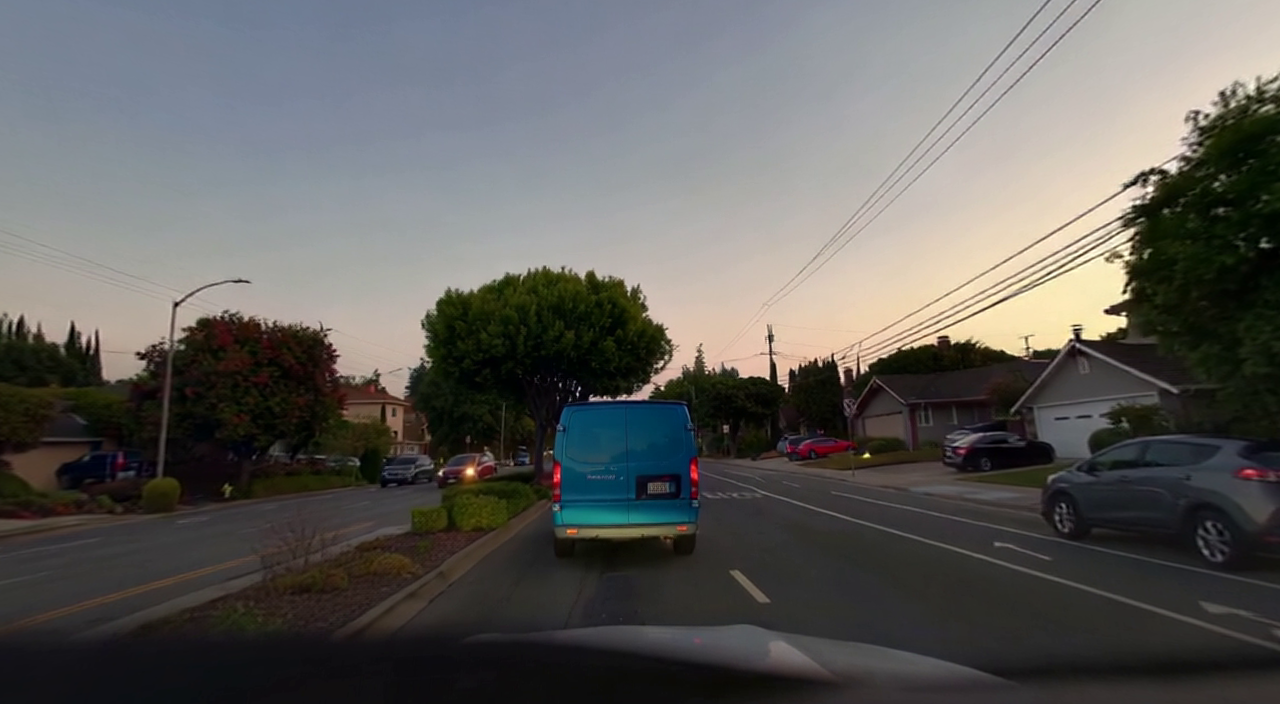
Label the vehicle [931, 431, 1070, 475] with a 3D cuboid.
[{"bbox_3d":[13.128,3.700,23.199,3.916,1.517,1.887,0,-9,-1],"label":"vehicle"}]

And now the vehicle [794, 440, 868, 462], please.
[{"bbox_3d":[13.090,6.805,43.448,4.483,1.463,1.805,0,-9,-1],"label":"vehicle"}]

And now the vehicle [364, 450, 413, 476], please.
[{"bbox_3d":[-18.002,7.922,45.379,1.841,1.769,4.105,0,-9,0],"label":"vehicle"}]

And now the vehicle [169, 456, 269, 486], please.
[{"bbox_3d":[-27.404,7.736,41.214,4.972,1.776,2.057,0,-9,-1],"label":"vehicle"}]

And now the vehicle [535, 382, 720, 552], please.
[{"bbox_3d":[-0.309,1.824,10.539,2.342,2.142,4.809,0,-9,-4],"label":"vehicle"}]

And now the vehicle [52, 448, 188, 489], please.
[{"bbox_3d":[-26.900,6.021,32.833,5.026,2.017,2.215,0,-9,-1],"label":"vehicle"}]

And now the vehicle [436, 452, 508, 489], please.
[{"bbox_3d":[-7.447,5.301,28.506,1.962,1.481,4.434,0,-9,1],"label":"vehicle"}]

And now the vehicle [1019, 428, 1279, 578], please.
[{"bbox_3d":[7.348,1.825,8.352,1.883,1.504,4.220,0,-9,-3],"label":"vehicle"}]

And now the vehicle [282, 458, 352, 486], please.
[{"bbox_3d":[-18.449,6.857,36.280,1.816,1.445,4.120,0,-9,0],"label":"vehicle"}]
